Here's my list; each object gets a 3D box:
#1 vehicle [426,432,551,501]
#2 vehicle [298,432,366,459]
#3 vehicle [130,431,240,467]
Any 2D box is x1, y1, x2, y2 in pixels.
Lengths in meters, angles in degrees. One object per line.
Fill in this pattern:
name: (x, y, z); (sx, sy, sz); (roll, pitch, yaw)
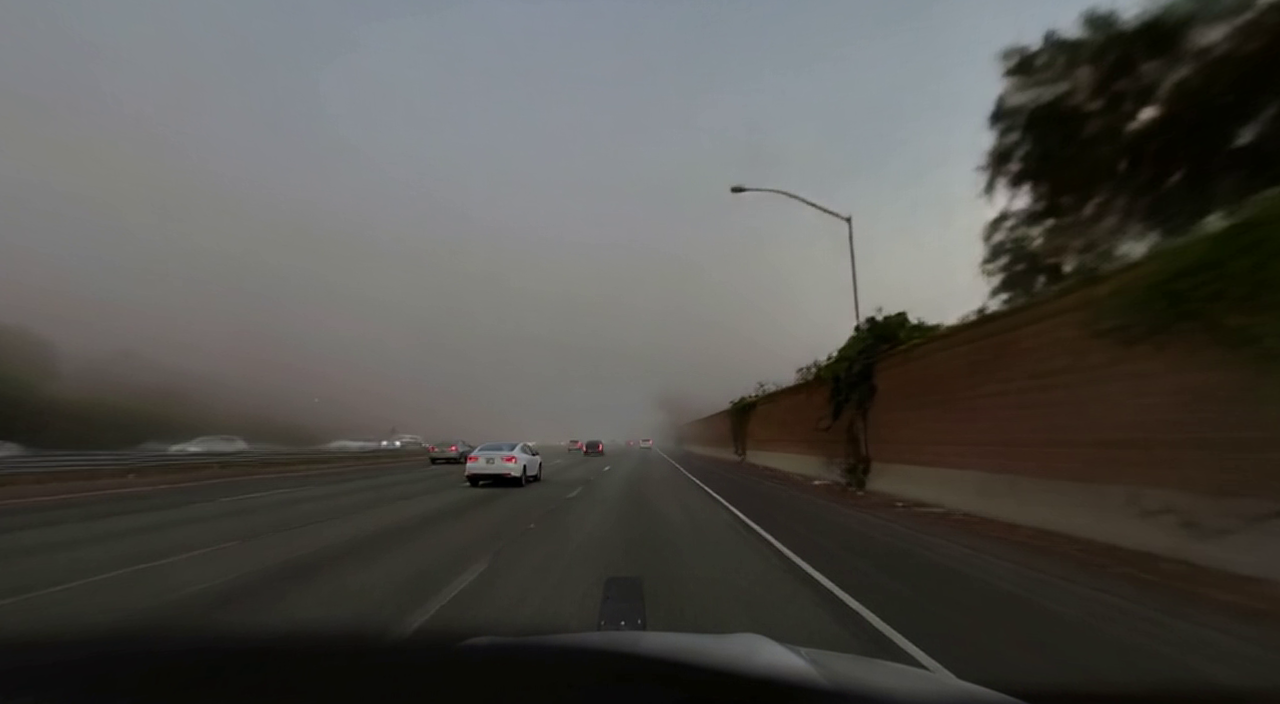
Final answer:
vehicle: (-3.694, 2.865, 16.318); (1.945, 1.484, 4.803); (-1, -8, 1)
vehicle: (-21.006, 6.379, 43.100); (2.089, 1.701, 5.106); (-1, -8, 0)
vehicle: (-24.518, 5.220, 34.134); (2.109, 1.752, 5.160); (-1, -8, 1)
